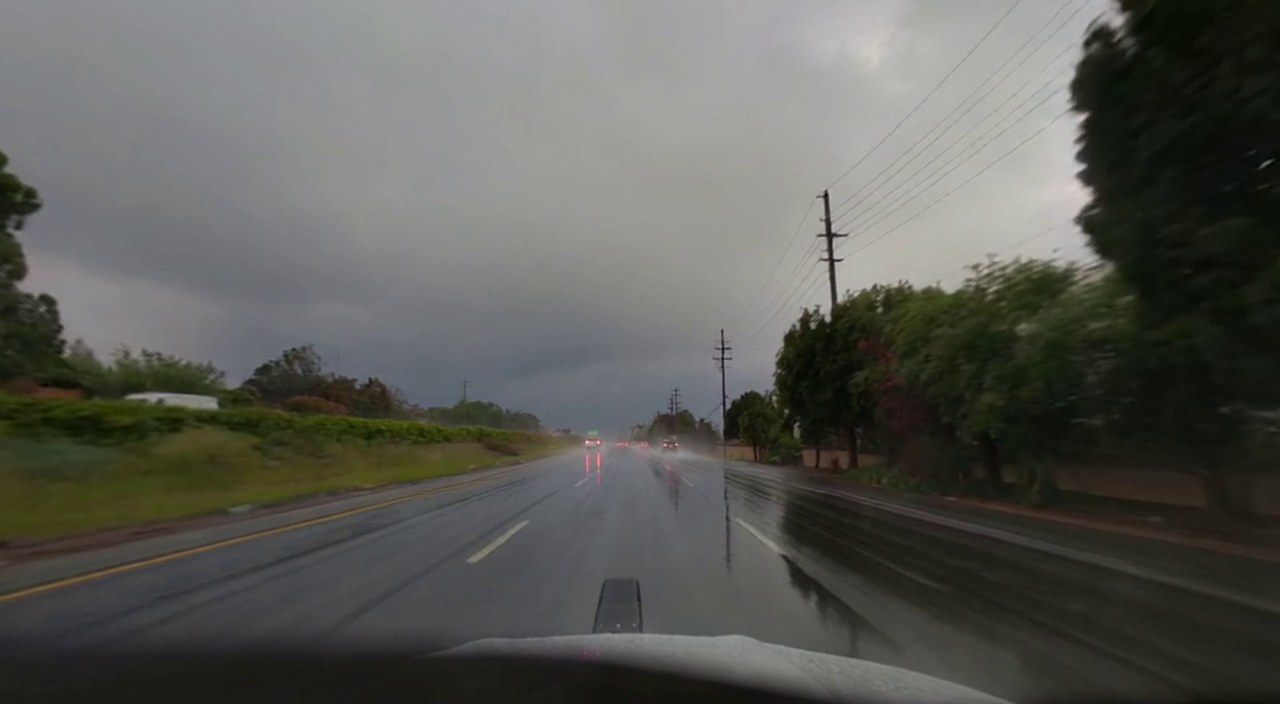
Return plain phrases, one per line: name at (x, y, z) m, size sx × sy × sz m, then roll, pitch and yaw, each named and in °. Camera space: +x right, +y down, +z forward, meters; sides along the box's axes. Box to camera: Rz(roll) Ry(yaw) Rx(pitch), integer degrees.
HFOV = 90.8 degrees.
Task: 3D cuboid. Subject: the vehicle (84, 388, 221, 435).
vehicle at (-33.384, 4.262, 43.849) m, size 2.941 × 2.815 × 8.291 m, roll 0°, pitch -8°, yaw 0°
